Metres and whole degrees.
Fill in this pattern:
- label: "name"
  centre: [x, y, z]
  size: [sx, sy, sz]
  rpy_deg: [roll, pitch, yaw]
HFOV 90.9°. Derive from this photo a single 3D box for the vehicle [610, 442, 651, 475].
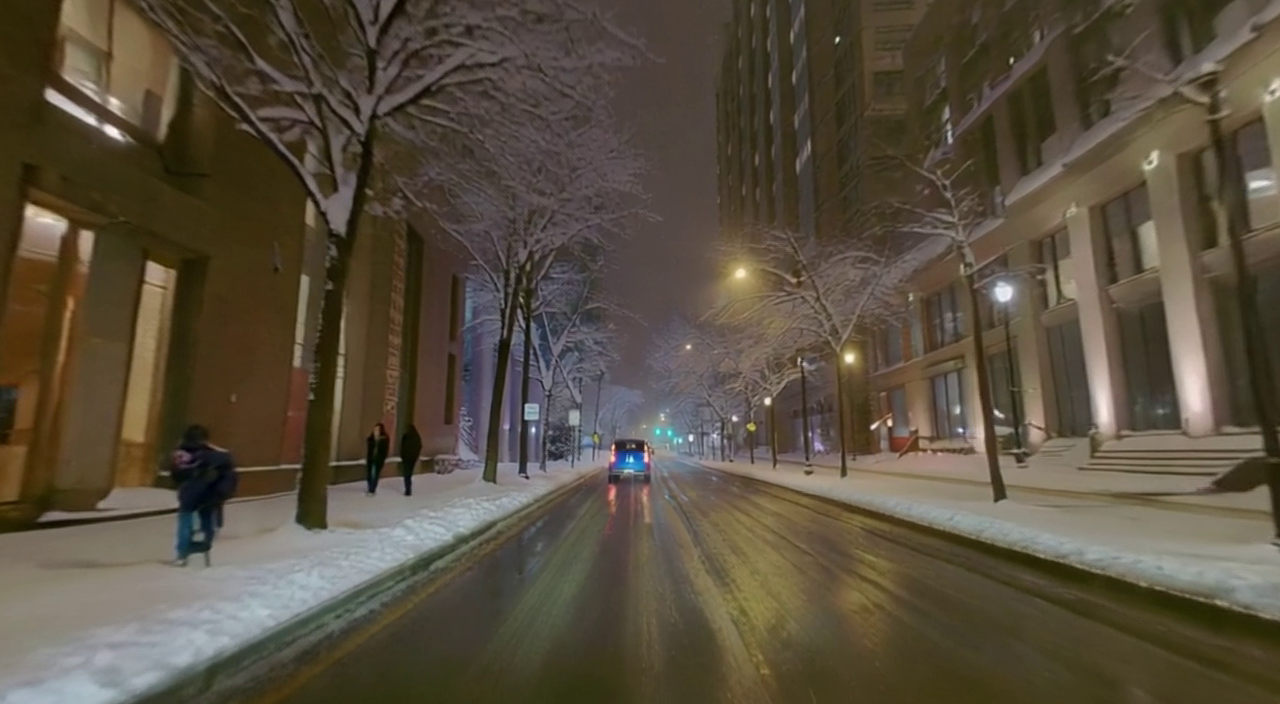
- label: "vehicle"
  centre: [-0.523, 5.690, 33.969]
  size: [2.079, 1.621, 3.861]
  rpy_deg: [0, -8, -1]
